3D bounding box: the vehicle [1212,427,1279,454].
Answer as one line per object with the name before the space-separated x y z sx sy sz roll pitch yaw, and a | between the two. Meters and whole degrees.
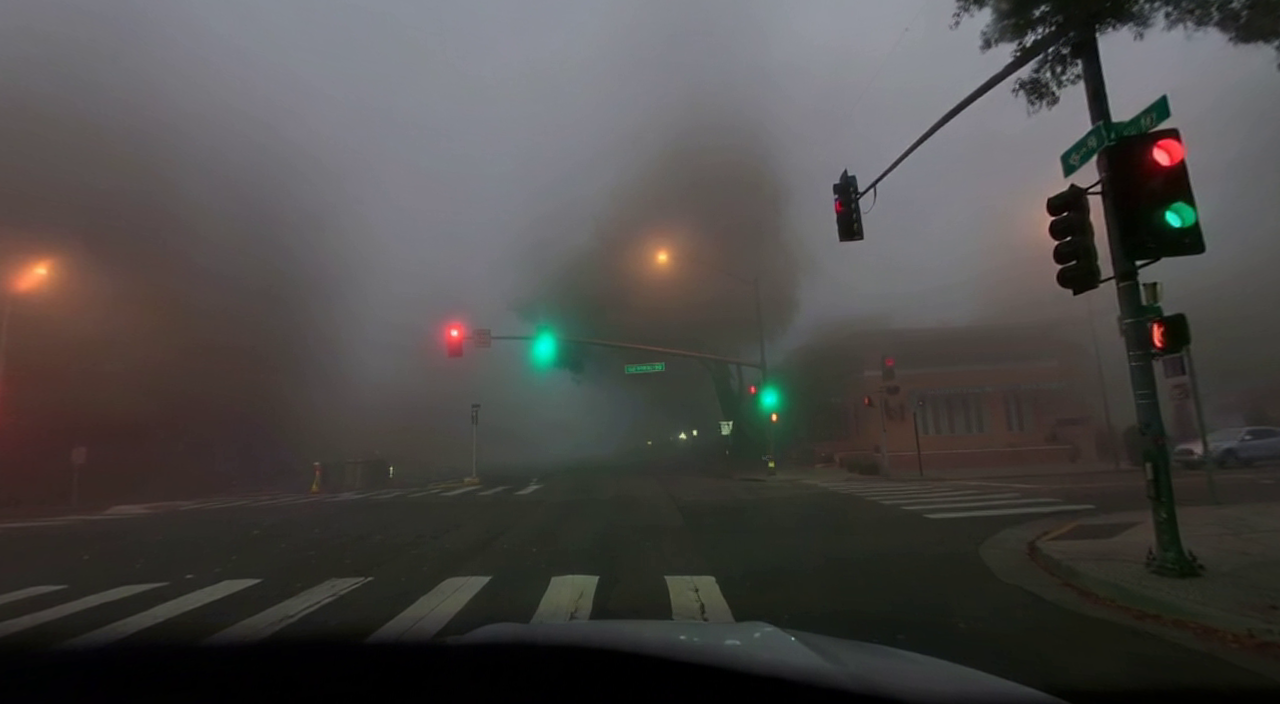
vehicle | 35.326 4.972 35.193 4.493 1.453 1.849 0 -9 2
